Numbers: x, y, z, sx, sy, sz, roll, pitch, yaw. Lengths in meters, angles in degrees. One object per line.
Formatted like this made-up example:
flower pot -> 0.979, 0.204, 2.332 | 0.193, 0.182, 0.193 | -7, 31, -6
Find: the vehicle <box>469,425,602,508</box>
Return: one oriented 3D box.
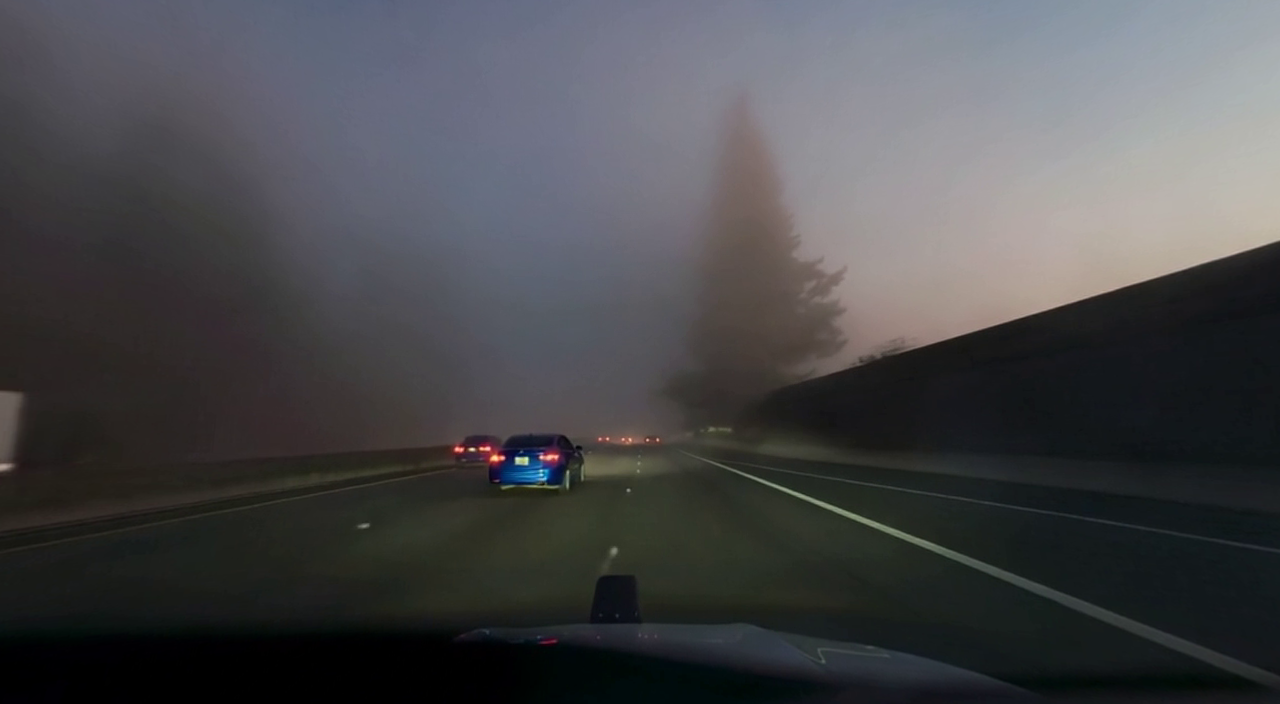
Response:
vehicle -> -2.041, 2.364, 13.537 | 2.079, 1.500, 3.881 | 0, -8, 2
